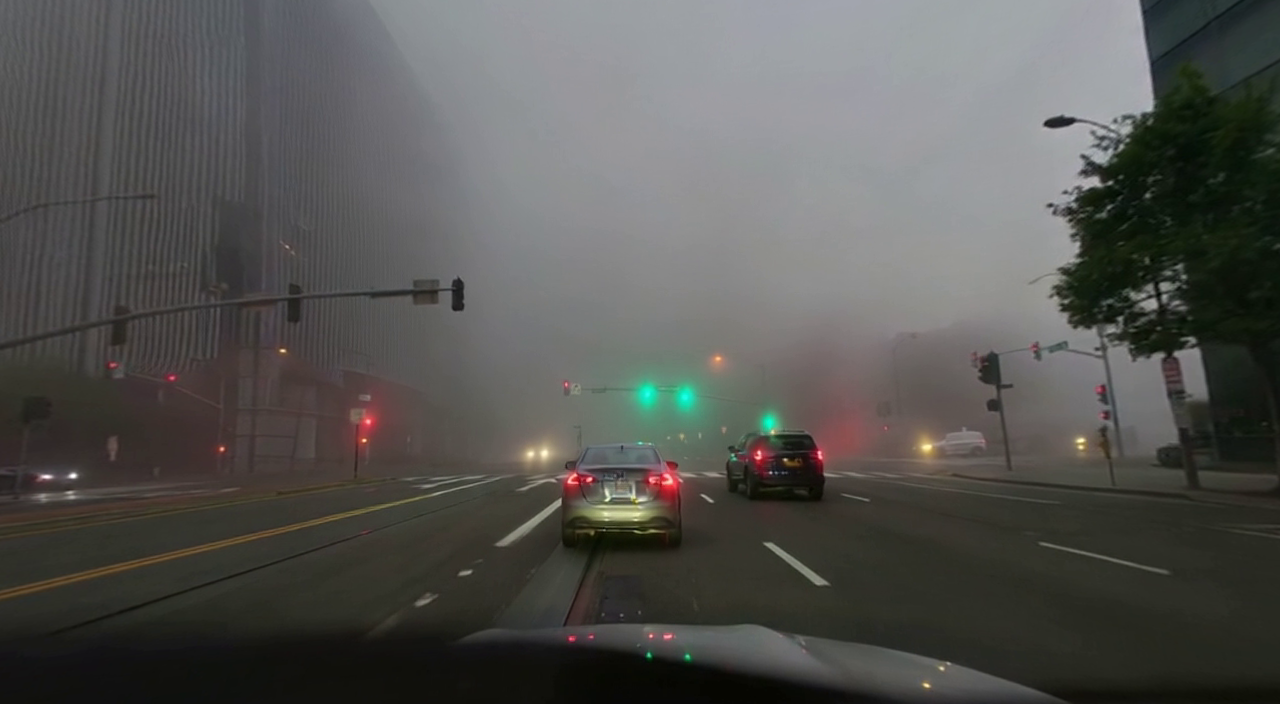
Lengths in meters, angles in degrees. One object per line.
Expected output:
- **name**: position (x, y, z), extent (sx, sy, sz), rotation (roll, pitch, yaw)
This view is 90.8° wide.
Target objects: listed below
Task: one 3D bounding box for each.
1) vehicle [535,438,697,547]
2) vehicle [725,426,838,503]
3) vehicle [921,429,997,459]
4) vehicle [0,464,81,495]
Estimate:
- **vehicle**: position (-0.352, 2.142, 10.419), extent (2.144, 1.398, 3.963), rotation (1, -7, -1)
- **vehicle**: position (3.645, 2.954, 17.138), extent (2.078, 1.799, 4.089), rotation (1, -7, -1)
- **vehicle**: position (24.265, 7.032, 48.172), extent (4.384, 2.000, 2.345), rotation (1, -14, -4)
- **vehicle**: position (-34.826, 7.165, 35.542), extent (4.470, 1.556, 2.231), rotation (0, -8, -3)
